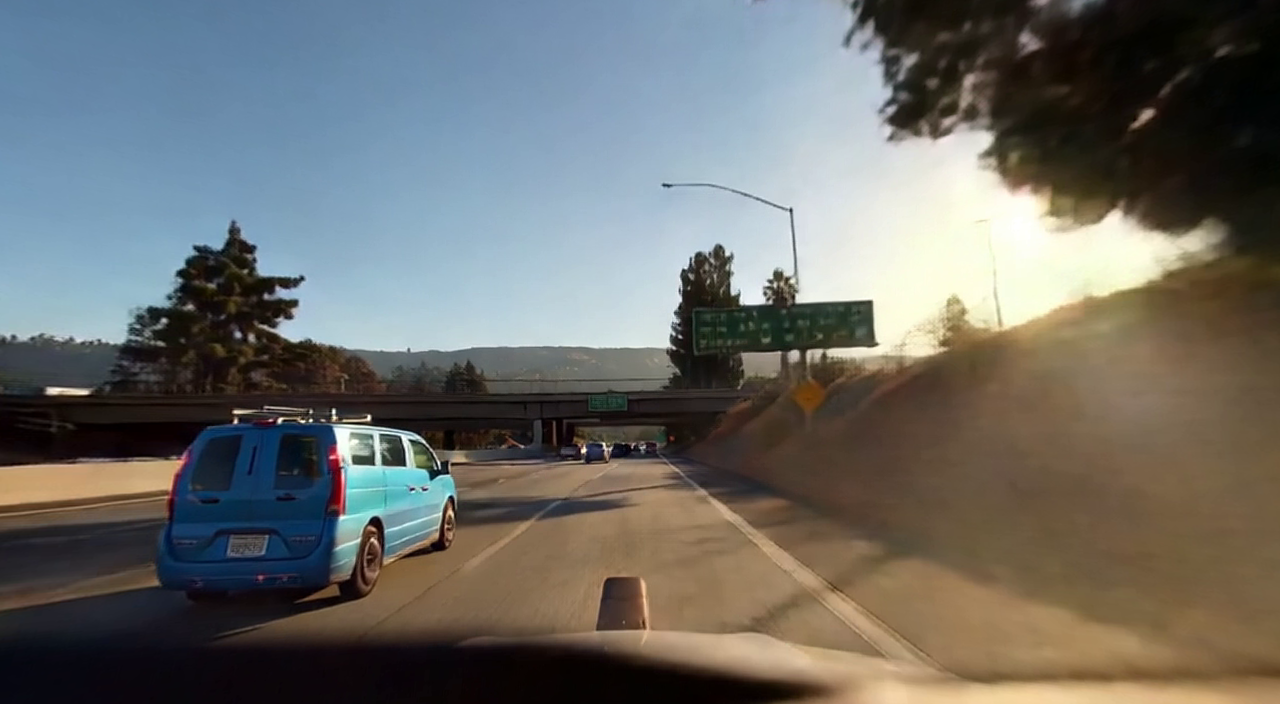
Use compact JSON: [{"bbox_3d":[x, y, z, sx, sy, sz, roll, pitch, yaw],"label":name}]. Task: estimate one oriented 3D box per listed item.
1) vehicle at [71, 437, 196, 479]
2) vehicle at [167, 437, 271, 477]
[{"bbox_3d":[-20.222,4.232,25.402,1.890,1.538,3.644,0,-8,3],"label":"vehicle"},{"bbox_3d":[-16.223,4.049,24.509,1.530,1.404,3.459,0,-8,2],"label":"vehicle"}]
